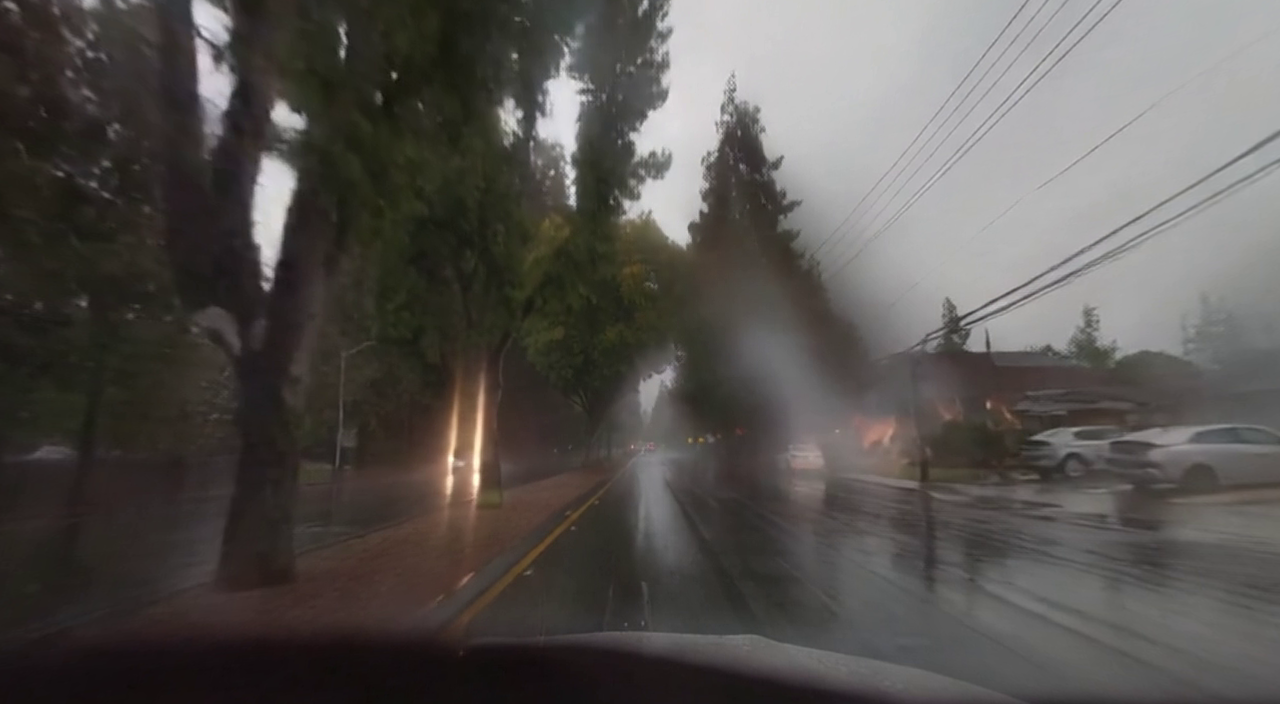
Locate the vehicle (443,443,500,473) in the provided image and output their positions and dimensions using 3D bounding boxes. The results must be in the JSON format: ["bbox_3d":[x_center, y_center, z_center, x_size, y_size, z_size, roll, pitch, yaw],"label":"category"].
[{"bbox_3d":[-10.603,6.686,40.110,2.077,1.776,4.757,0,-8,3],"label":"vehicle"}]

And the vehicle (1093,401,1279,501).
[{"bbox_3d":[14.422,2.167,14.492,5.886,2.000,2.372,-4,-8,5],"label":"vehicle"}]

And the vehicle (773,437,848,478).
[{"bbox_3d":[8.009,5.001,30.139,2.200,1.783,4.682,1,-8,-1],"label":"vehicle"}]
